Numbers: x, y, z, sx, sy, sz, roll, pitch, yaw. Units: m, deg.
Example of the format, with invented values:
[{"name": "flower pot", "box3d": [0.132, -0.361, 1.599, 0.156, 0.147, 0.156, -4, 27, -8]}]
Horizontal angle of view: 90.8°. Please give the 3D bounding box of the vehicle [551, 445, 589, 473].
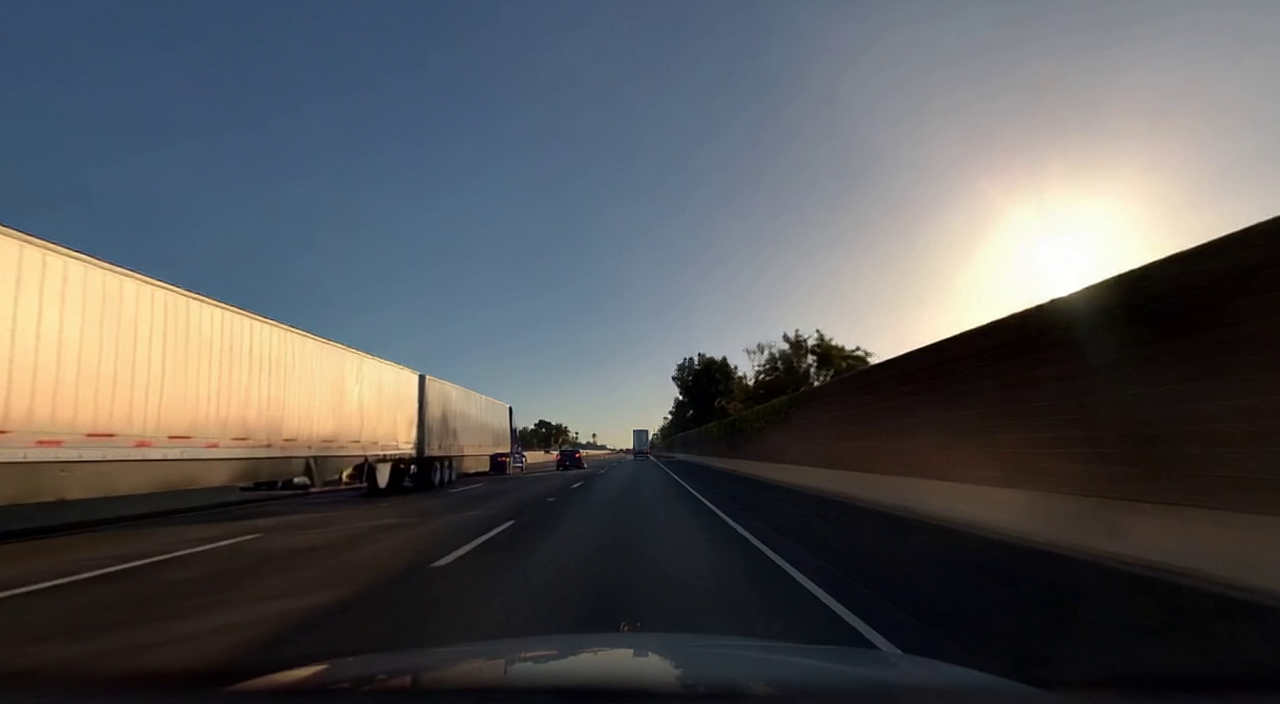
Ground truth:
[{"name": "vehicle", "box3d": [-4.146, 6.370, 37.838, 1.880, 1.569, 3.714, 0, -9, -1]}]
